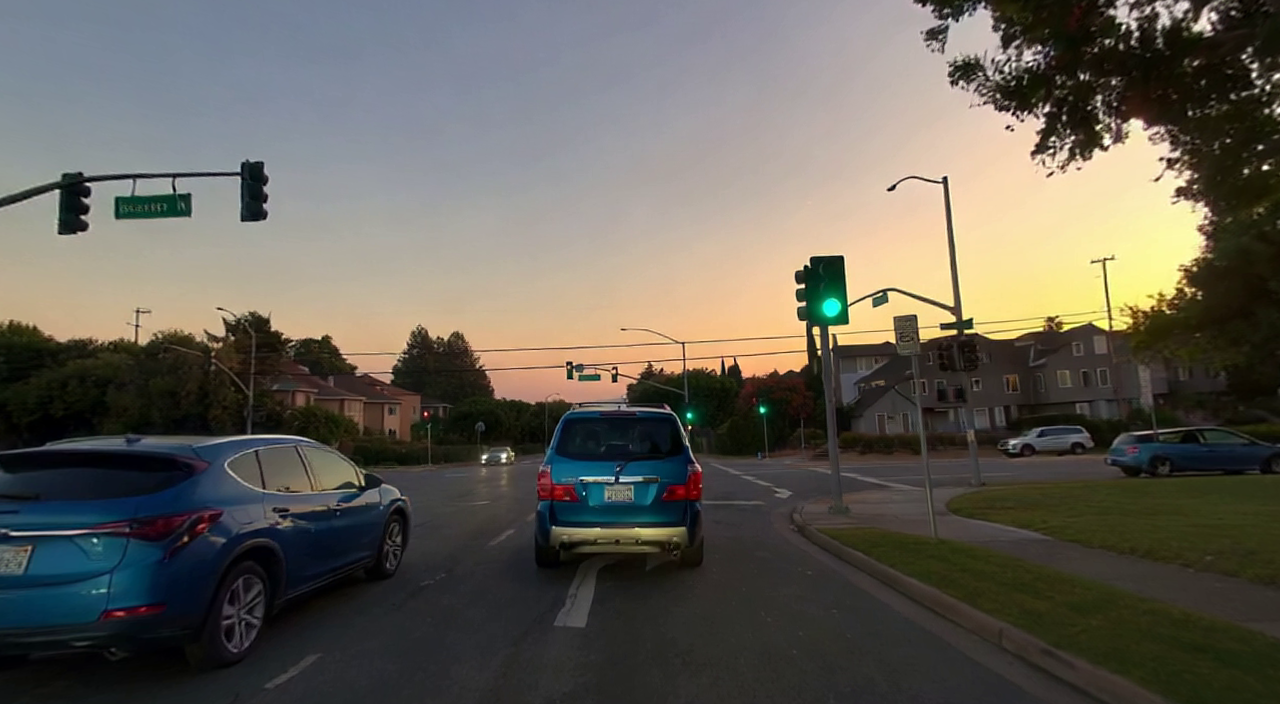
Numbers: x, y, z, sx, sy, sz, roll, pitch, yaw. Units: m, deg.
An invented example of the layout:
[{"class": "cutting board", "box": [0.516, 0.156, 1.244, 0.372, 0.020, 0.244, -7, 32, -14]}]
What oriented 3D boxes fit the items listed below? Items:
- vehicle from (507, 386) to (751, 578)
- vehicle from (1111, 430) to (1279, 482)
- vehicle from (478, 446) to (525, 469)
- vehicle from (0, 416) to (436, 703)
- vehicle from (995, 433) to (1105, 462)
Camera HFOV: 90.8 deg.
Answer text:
[{"class": "vehicle", "box": [-0.172, 1.616, 8.617, 2.396, 1.881, 4.606, 0, -8, -2]}, {"class": "vehicle", "box": [17.226, 3.067, 18.775, 4.715, 1.439, 1.874, -2, -9, 14]}, {"class": "vehicle", "box": [-9.429, 7.190, 43.352, 2.028, 1.474, 4.637, -1, -8, 2]}, {"class": "vehicle", "box": [-3.323, 1.349, 5.051, 1.934, 1.459, 4.368, 0, -8, 0]}, {"class": "vehicle", "box": [21.348, 5.001, 33.109, 4.353, 1.431, 1.876, -2, -9, 14]}]
